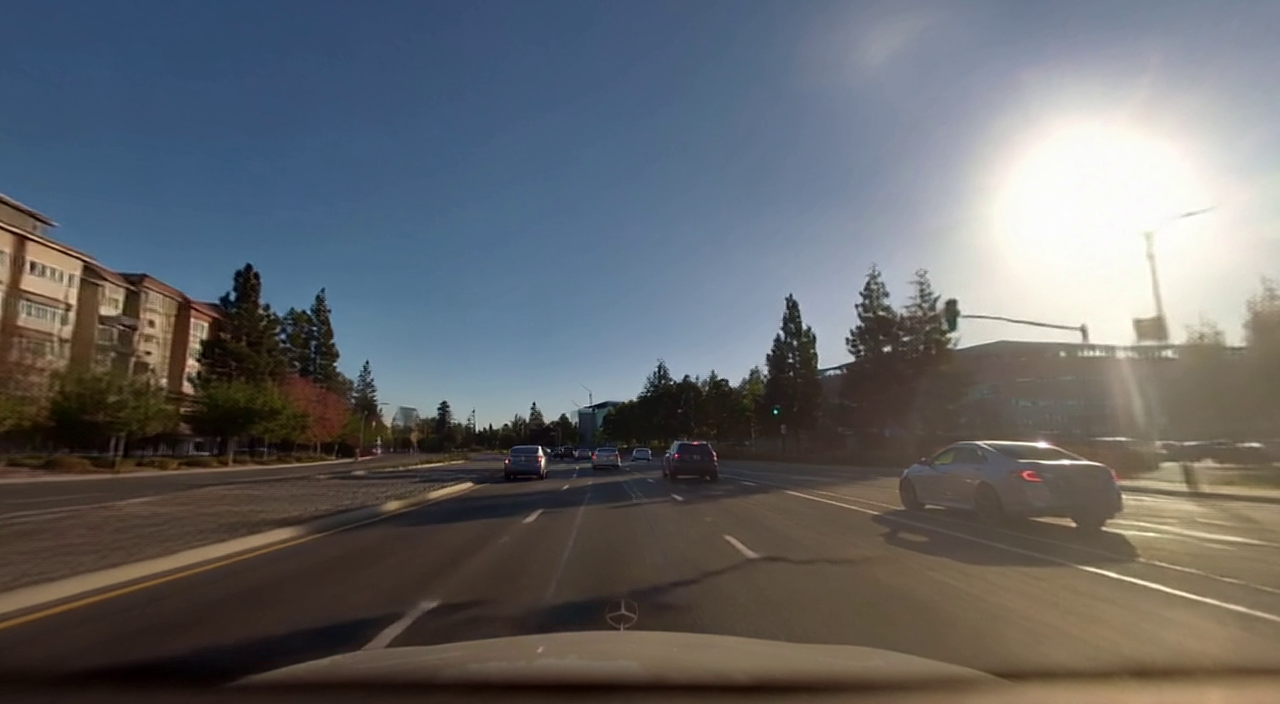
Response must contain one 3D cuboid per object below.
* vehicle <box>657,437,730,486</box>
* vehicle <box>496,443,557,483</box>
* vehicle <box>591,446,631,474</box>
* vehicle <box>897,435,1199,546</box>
[{"bbox_3d":[1.976,4.235,24.724,2.161,1.716,4.194,1,-8,-4],"label":"vehicle"},{"bbox_3d":[-5.025,4.964,28.567,2.172,1.671,4.175,0,-8,-3],"label":"vehicle"},{"bbox_3d":[-1.776,6.366,37.517,2.155,1.486,4.403,1,-8,-5],"label":"vehicle"},{"bbox_3d":[6.172,2.114,10.364,1.945,1.408,4.288,0,-8,-3],"label":"vehicle"}]
